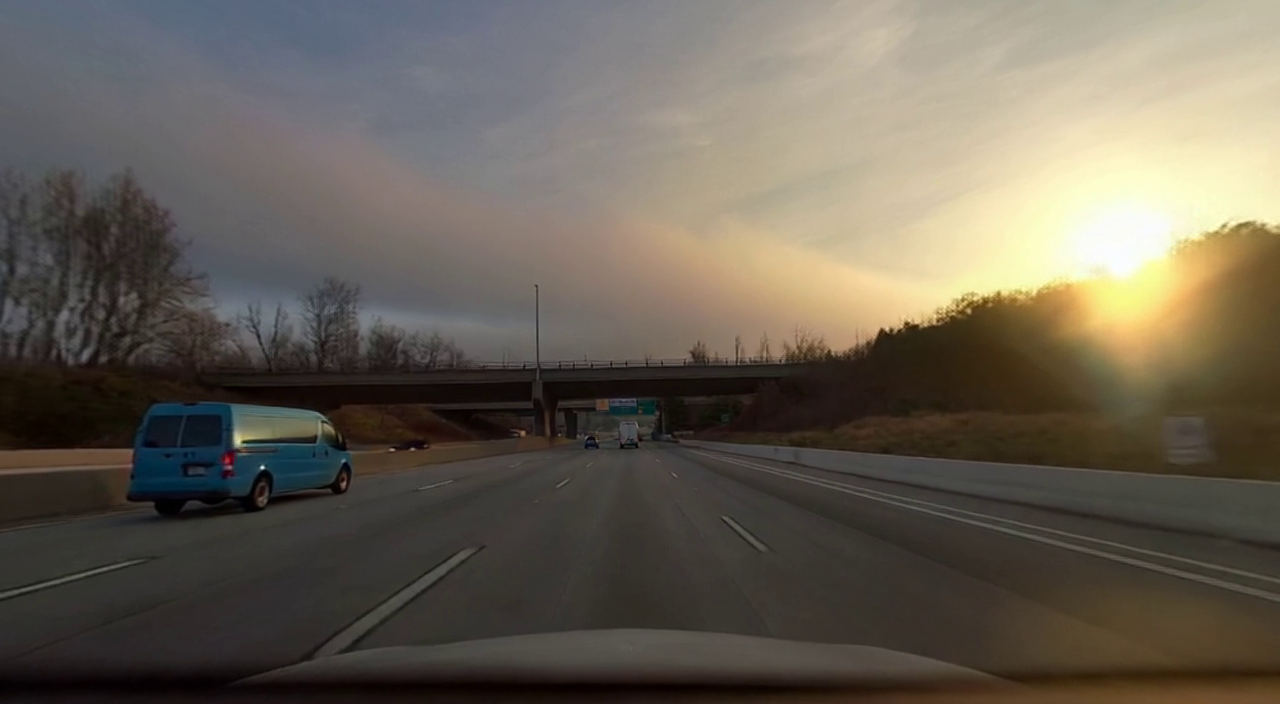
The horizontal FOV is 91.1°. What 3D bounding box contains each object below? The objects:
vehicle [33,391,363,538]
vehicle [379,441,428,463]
[{"bbox_3d":[-7.244,1.903,11.343,2.150,1.996,5.341,0,-8,-1],"label":"vehicle"},{"bbox_3d":[-16.950,7.179,45.250,1.890,1.468,4.385,0,-8,0],"label":"vehicle"}]
